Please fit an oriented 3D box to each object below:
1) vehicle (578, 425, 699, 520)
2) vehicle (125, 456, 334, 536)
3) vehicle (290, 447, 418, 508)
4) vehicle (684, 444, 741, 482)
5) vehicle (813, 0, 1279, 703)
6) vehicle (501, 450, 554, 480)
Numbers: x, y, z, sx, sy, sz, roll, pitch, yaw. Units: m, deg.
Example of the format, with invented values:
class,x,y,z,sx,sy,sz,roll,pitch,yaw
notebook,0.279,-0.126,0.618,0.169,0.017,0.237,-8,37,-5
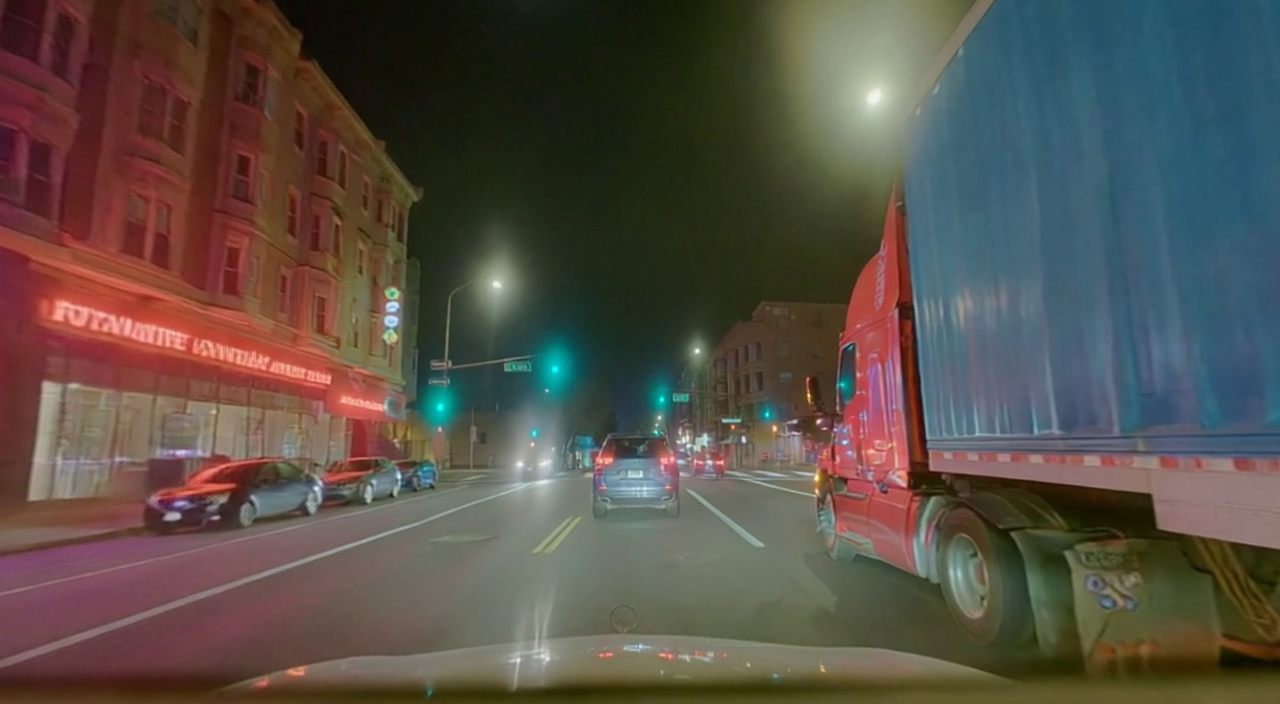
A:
class,x,y,z,sx,sy,sz,roll,pitch,yaw
vehicle,0.012,2.608,14.228,2.283,1.783,4.548,0,-8,1
vehicle,-8.773,3.065,14.076,1.805,1.379,4.359,0,-8,-2
vehicle,-8.900,3.887,20.179,2.084,1.686,4.422,0,-8,-1
vehicle,3.406,5.280,30.453,2.159,1.696,4.316,0,-8,-1
vehicle,3.289,-0.191,1.759,2.913,3.771,9.716,0,-8,0
vehicle,-5.902,5.994,33.785,1.947,1.462,4.640,0,-8,1
